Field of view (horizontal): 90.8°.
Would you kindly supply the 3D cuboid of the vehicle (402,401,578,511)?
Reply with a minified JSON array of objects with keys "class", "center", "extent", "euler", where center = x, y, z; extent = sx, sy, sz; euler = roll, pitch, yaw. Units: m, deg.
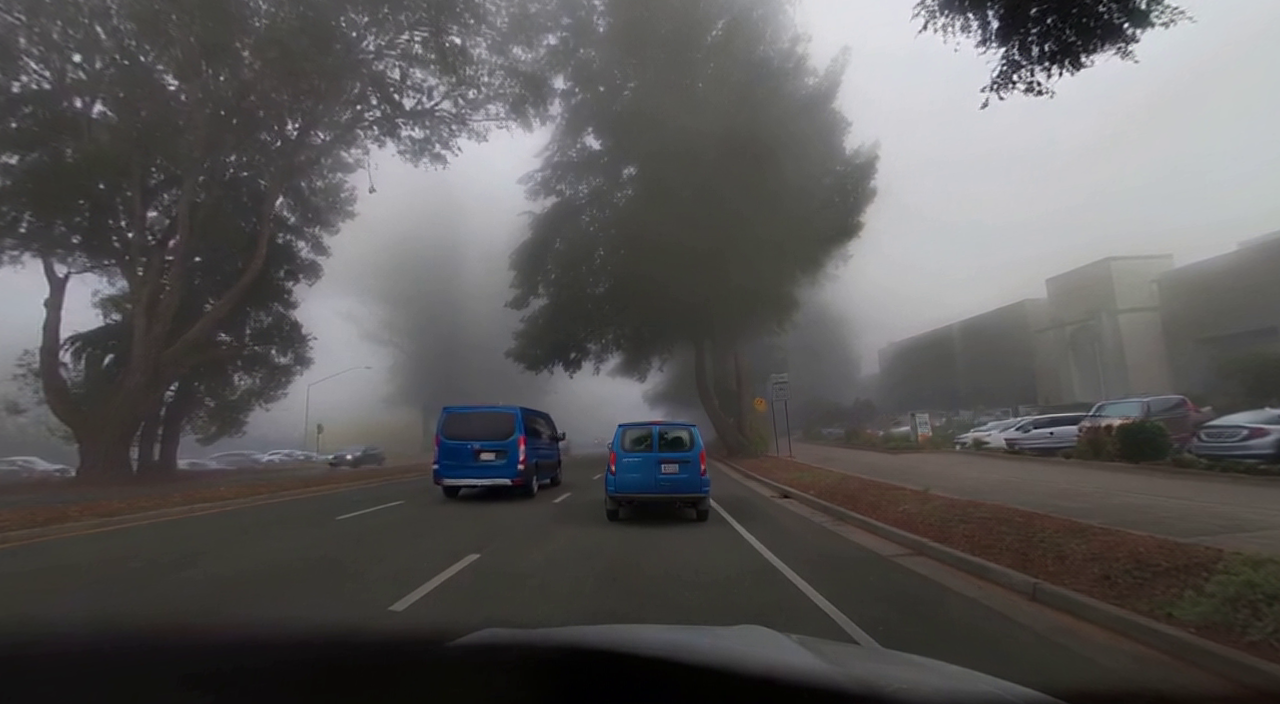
[{"class":"vehicle","center":[-3.123,2.376,14.779],"extent":[2.486,2.074,5.456],"euler":[-1,-8,3]}]

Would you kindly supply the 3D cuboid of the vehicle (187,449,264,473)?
[{"class":"vehicle","center":[-32.624,8.570,49.937],"extent":[1.977,1.788,4.978],"euler":[-2,-9,12]}]

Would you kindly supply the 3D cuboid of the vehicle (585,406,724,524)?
[{"class":"vehicle","center":[0.301,2.075,12.038],"extent":[2.173,1.830,4.189],"euler":[0,-8,2]}]
